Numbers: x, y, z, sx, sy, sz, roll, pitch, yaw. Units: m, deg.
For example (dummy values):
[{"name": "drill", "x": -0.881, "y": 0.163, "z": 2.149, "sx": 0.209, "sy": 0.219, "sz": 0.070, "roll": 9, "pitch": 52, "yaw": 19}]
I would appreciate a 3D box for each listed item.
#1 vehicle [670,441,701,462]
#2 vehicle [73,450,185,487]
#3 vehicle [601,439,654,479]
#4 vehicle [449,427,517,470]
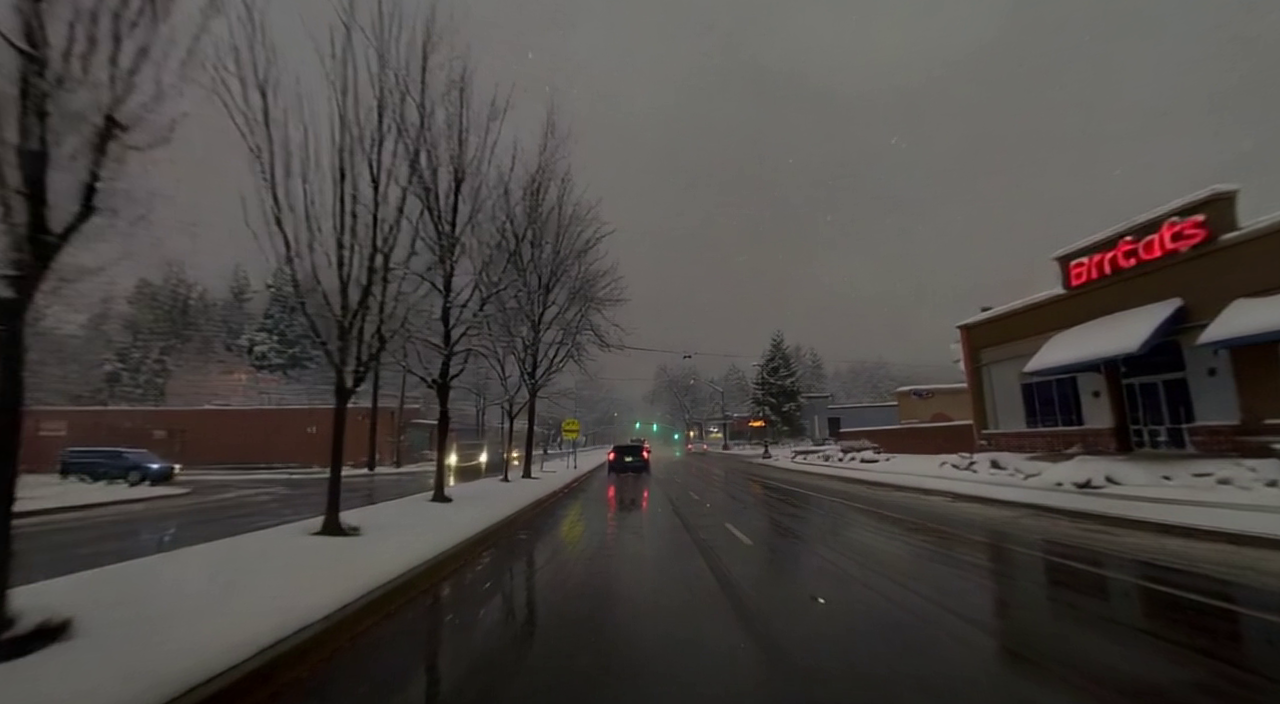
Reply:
[{"name": "vehicle", "x": 3.455, "y": 7.633, "z": 48.520, "sx": 1.910, "sy": 1.474, "sz": 4.003, "roll": 0, "pitch": -9, "yaw": -2}, {"name": "vehicle", "x": -23.521, "y": 5.338, "z": 29.181, "sx": 3.650, "sy": 1.487, "sz": 1.757, "roll": -1, "pitch": -8, "yaw": -1}, {"name": "vehicle", "x": -0.473, "y": 4.287, "z": 25.560, "sx": 2.006, "sy": 1.487, "sz": 3.535, "roll": 0, "pitch": -9, "yaw": 0}, {"name": "vehicle", "x": -8.603, "y": 5.366, "z": 35.253, "sx": 2.274, "sy": 2.201, "sz": 5.710, "roll": -1, "pitch": -9, "yaw": 1}]
